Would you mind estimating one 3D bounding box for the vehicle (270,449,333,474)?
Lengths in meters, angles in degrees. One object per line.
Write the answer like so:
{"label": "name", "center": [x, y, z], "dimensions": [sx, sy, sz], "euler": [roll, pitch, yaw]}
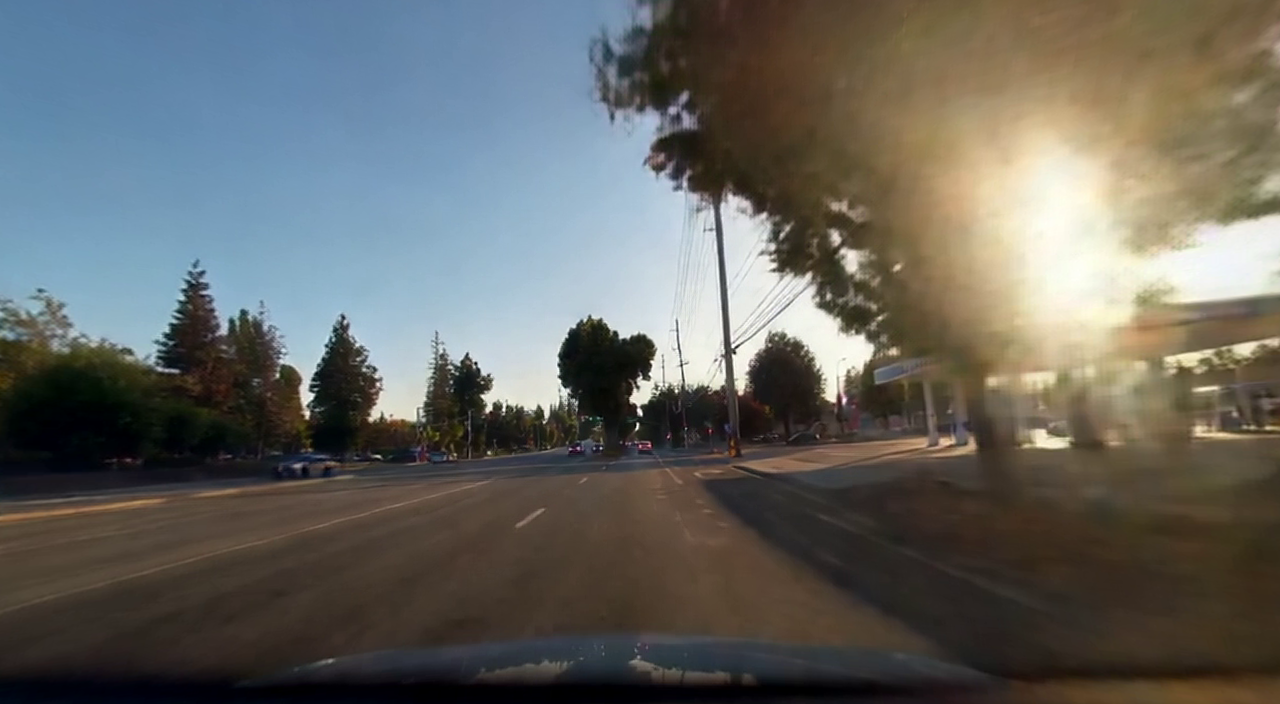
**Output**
{"label": "vehicle", "center": [-24.886, 8.066, 46.654], "dimensions": [2.210, 1.716, 4.539], "euler": [0, -8, -1]}
